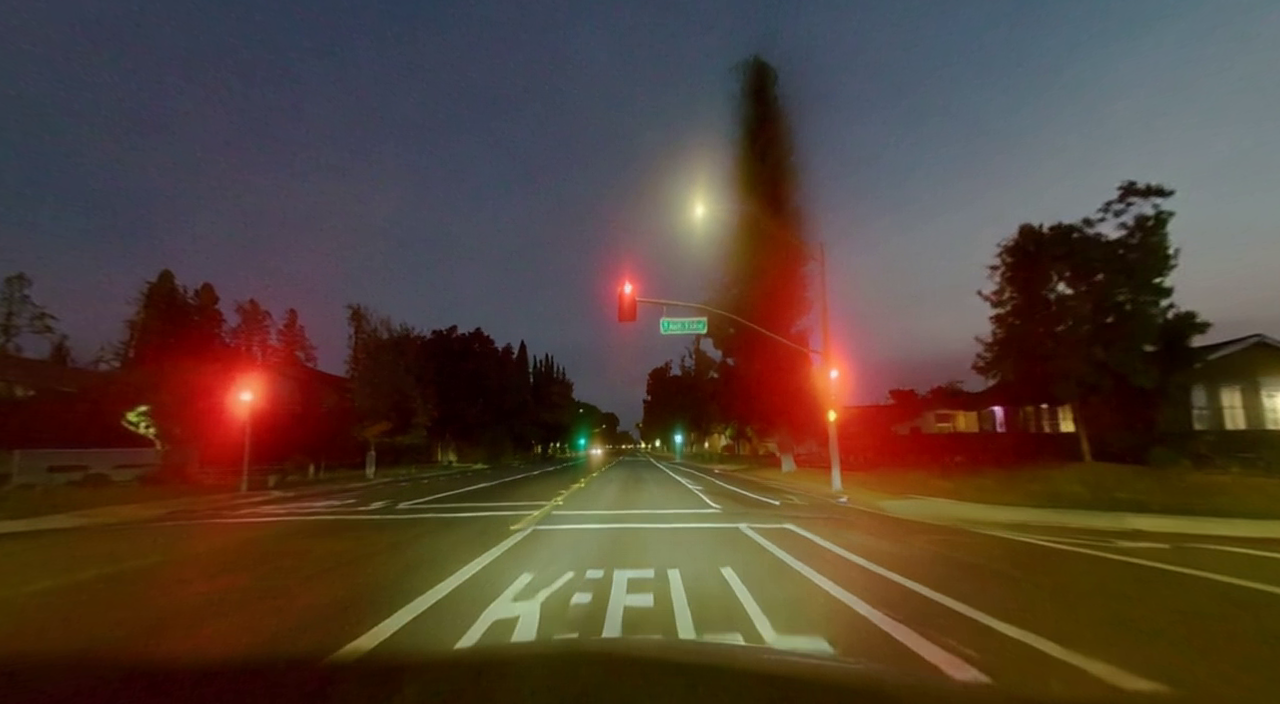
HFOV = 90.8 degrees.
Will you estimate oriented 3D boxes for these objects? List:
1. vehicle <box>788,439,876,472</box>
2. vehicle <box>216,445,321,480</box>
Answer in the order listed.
[{"bbox_3d":[10.983,5.928,36.291,4.423,1.779,1.883,0,-9,1],"label":"vehicle"},{"bbox_3d":[-18.773,5.570,32.072,4.115,1.699,1.848,0,-9,-1],"label":"vehicle"}]
